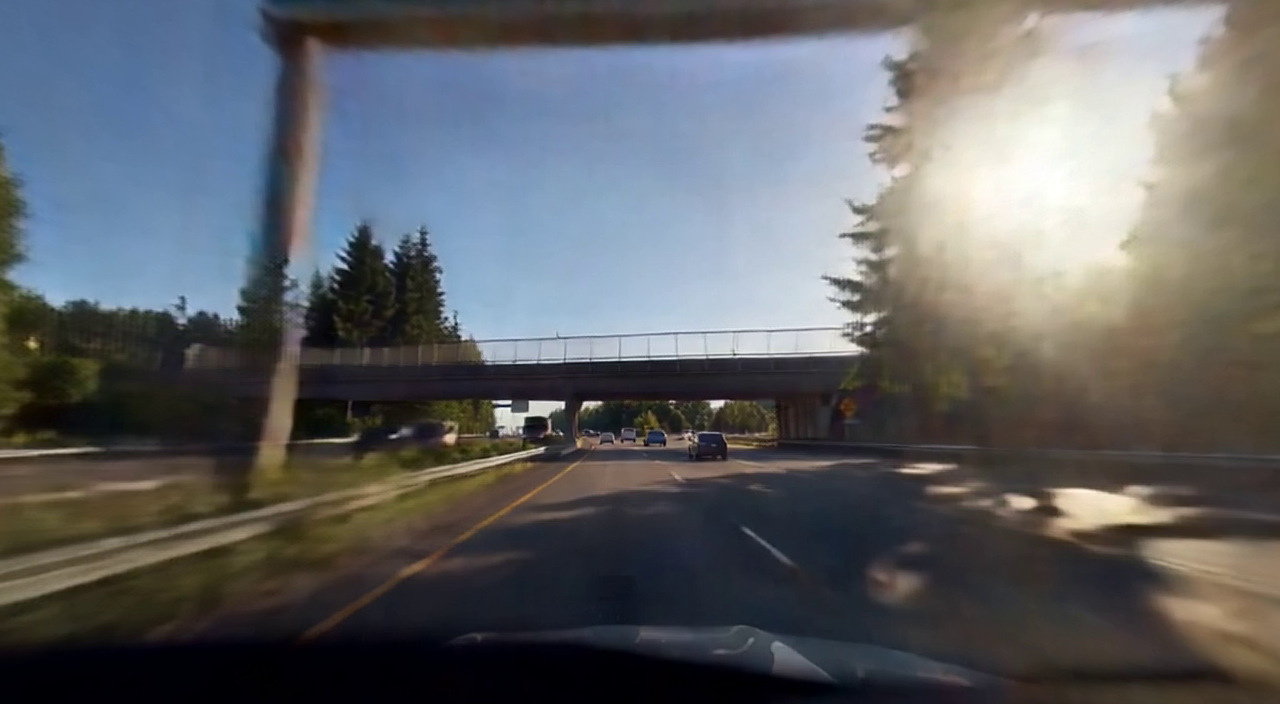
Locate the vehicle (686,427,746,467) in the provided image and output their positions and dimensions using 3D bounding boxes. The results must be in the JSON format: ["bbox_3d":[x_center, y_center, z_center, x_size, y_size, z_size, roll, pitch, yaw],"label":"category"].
[{"bbox_3d":[3.230,4.094,27.385,1.938,1.578,3.764,0,-8,-3],"label":"vehicle"}]

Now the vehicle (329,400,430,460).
[{"bbox_3d":[-13.896,4.270,34.416,2.596,2.931,7.236,0,-8,-2],"label":"vehicle"}]

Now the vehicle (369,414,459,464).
[{"bbox_3d":[-9.412,3.691,26.790,2.163,1.902,4.715,0,-8,-1],"label":"vehicle"}]
